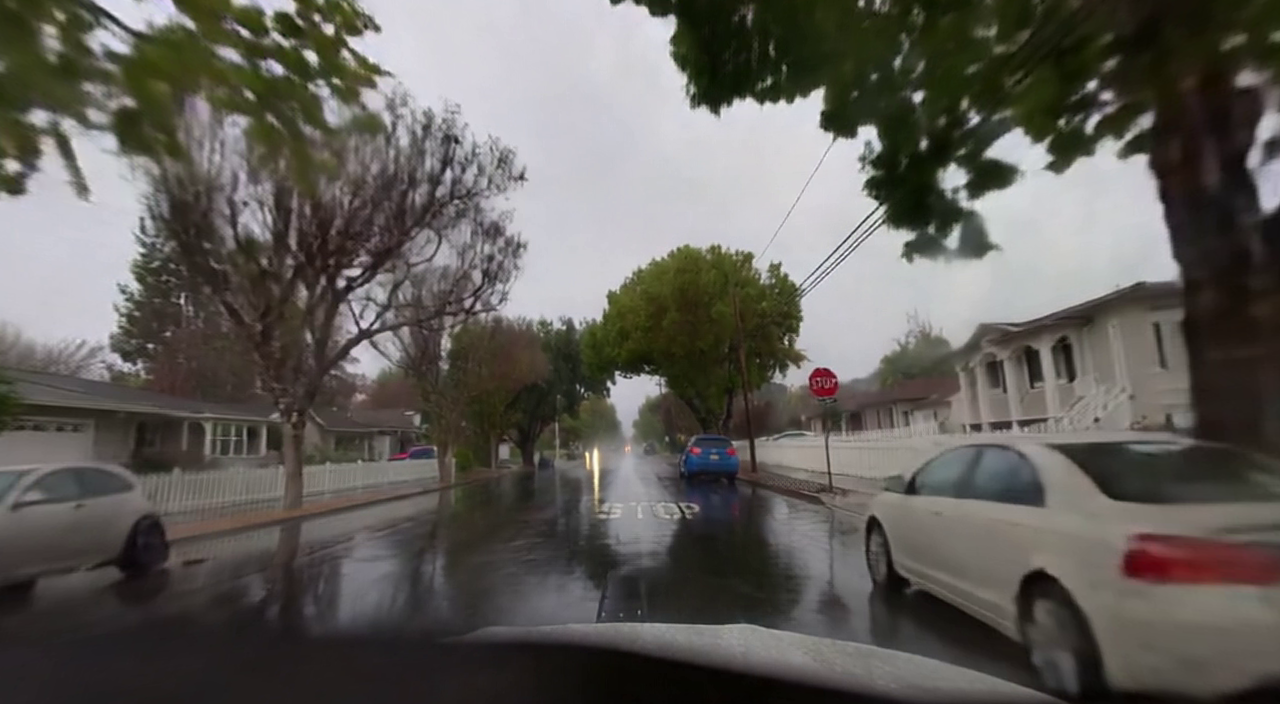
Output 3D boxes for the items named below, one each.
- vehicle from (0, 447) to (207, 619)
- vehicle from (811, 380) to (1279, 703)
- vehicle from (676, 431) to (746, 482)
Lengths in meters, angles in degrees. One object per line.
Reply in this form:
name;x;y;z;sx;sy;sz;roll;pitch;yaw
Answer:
vehicle;-7.162;1.835;6.740;2.125;1.623;4.207;0;-9;-1
vehicle;2.966;1.180;4.293;2.185;1.513;4.524;0;-9;-2
vehicle;2.701;4.144;25.269;2.126;1.795;4.751;0;-9;-1
